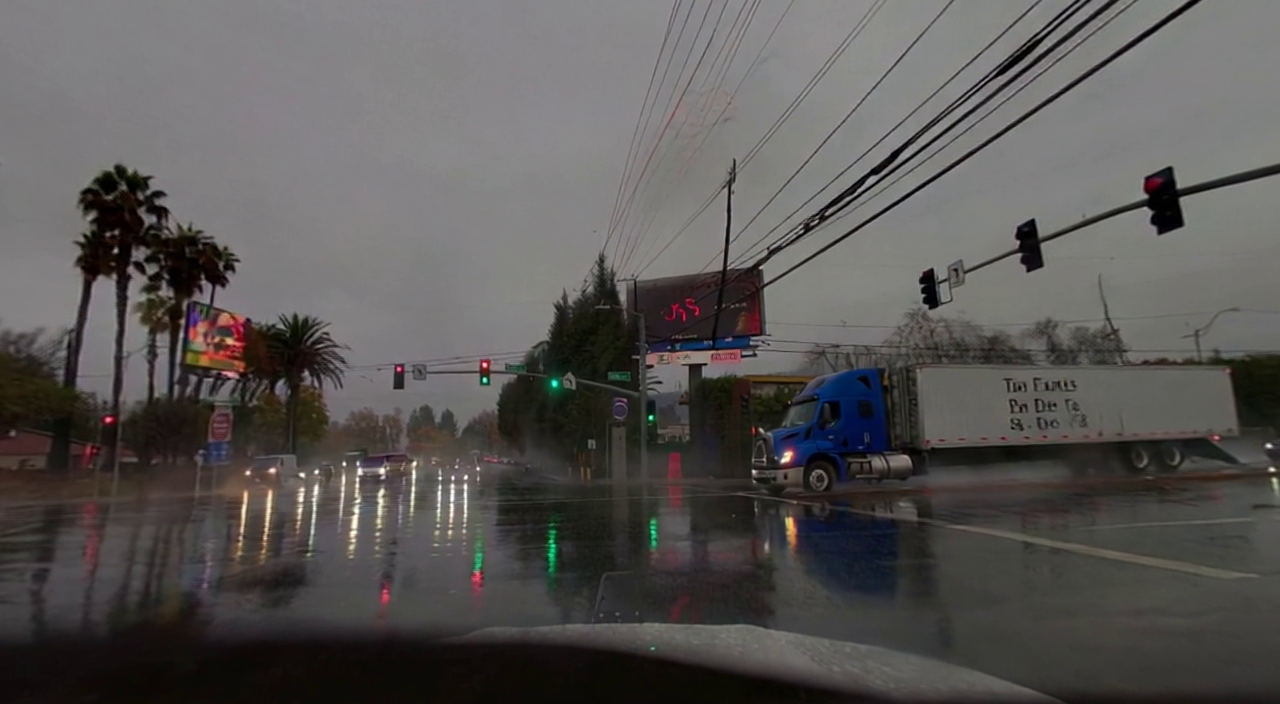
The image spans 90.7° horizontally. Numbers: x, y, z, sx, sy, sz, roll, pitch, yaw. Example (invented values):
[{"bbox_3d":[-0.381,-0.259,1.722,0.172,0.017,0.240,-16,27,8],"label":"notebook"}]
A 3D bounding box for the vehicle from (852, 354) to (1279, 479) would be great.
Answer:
[{"bbox_3d":[16.753,2.511,24.101,17.071,4.151,2.876,1,-9,-11],"label":"vehicle"}]

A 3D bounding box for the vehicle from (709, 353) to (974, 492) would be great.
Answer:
[{"bbox_3d":[6.850,2.490,22.183,8.167,4.352,3.029,1,-9,-11],"label":"vehicle"}]

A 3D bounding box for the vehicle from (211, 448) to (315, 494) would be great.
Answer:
[{"bbox_3d":[-23.218,7.284,39.398,2.989,2.573,6.053,0,-9,-4],"label":"vehicle"}]

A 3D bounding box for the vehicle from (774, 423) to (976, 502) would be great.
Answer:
[{"bbox_3d":[6.897,3.270,18.883,5.079,1.893,2.200,-2,-10,-12],"label":"vehicle"}]

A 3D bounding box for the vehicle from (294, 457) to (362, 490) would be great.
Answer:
[{"bbox_3d":[-18.794,7.325,38.429,2.028,1.744,4.876,0,-9,-5],"label":"vehicle"}]

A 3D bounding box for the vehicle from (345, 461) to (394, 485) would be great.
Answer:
[{"bbox_3d":[-19.854,8.830,46.599,1.834,1.521,4.970,0,-9,-5],"label":"vehicle"}]

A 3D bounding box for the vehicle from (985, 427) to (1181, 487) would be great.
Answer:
[{"bbox_3d":[13.880,3.312,19.962,4.958,1.510,1.949,-2,-10,-10],"label":"vehicle"}]
